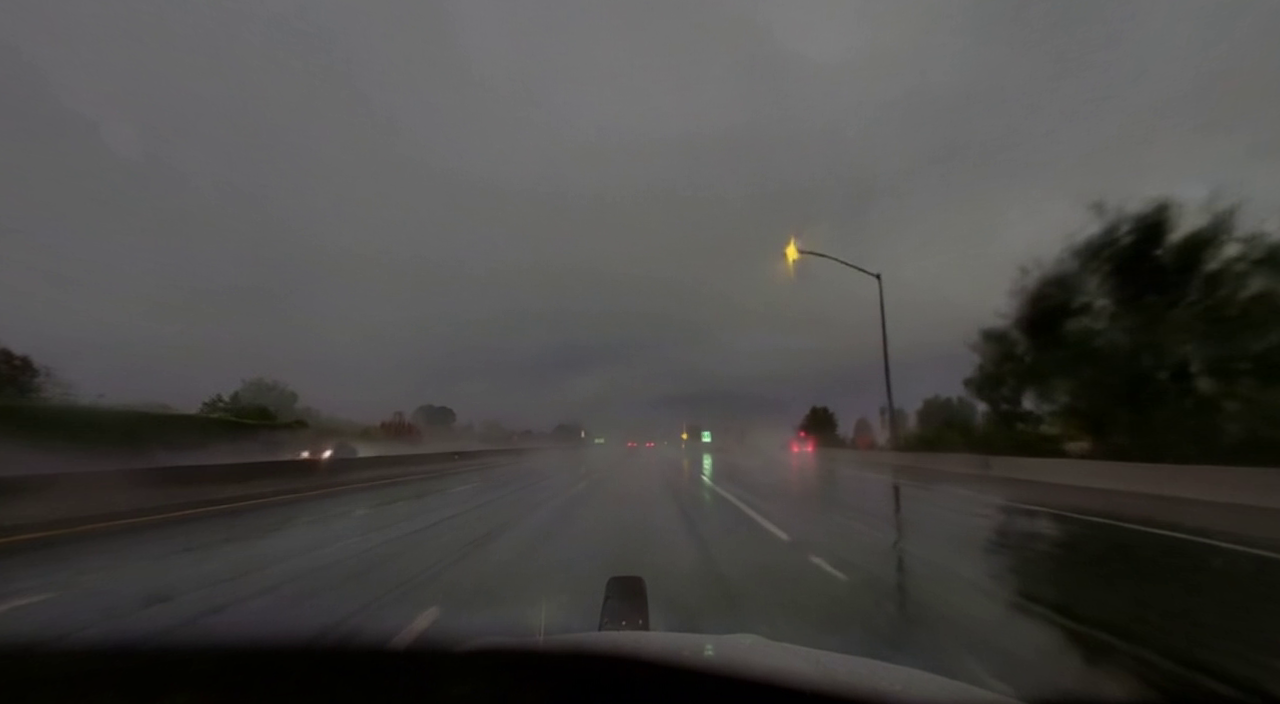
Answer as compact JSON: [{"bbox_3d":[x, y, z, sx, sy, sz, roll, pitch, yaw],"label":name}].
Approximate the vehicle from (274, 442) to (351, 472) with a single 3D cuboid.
[{"bbox_3d":[-20.985,6.753,40.741,2.119,1.756,5.273,-1,-8,0],"label":"vehicle"}]
